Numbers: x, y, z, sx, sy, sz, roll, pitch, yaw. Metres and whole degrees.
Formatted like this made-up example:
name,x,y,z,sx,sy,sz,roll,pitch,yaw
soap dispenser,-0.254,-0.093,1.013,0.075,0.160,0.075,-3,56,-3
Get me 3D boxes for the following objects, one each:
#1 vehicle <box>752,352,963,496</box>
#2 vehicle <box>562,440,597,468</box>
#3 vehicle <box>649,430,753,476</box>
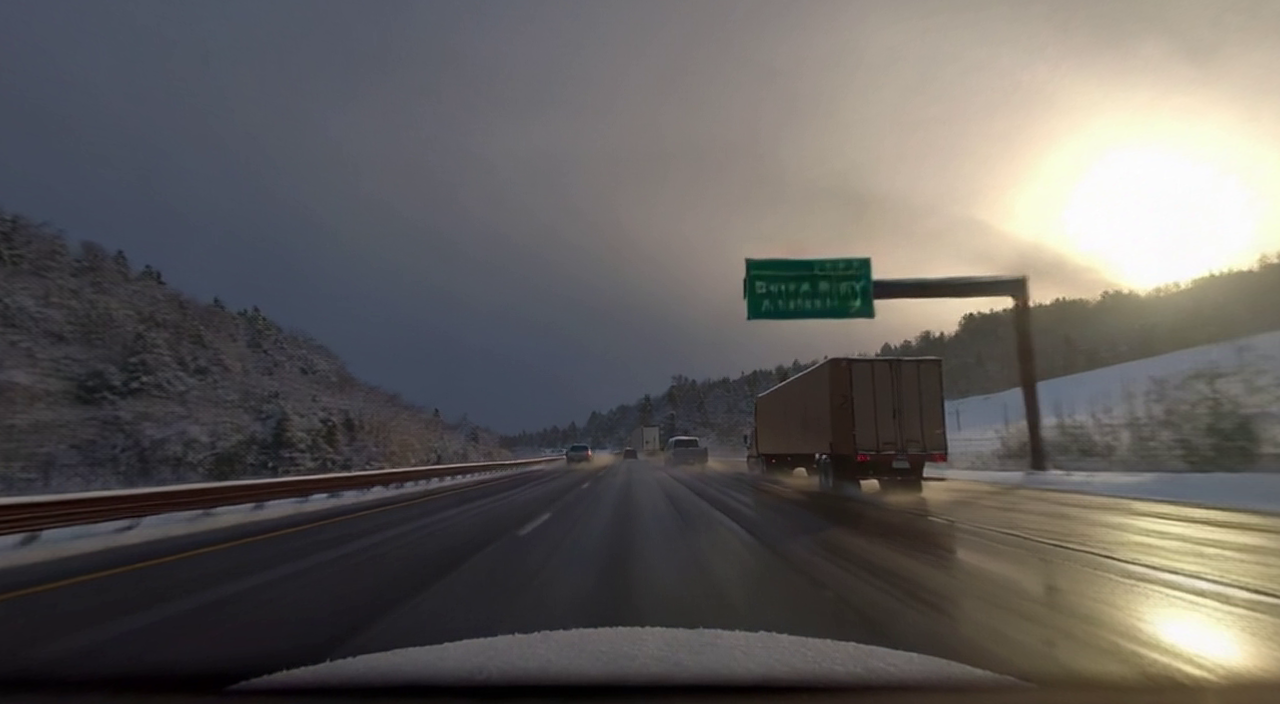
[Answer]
name,x,y,z,sx,sy,sz,roll,pitch,yaw
vehicle,7.761,3.306,26.614,2.935,4.187,16.357,0,-9,-1
vehicle,-4.523,7.708,47.694,2.193,1.977,4.759,0,-9,0
vehicle,3.064,5.206,32.713,5.075,2.277,2.365,0,-9,-3
